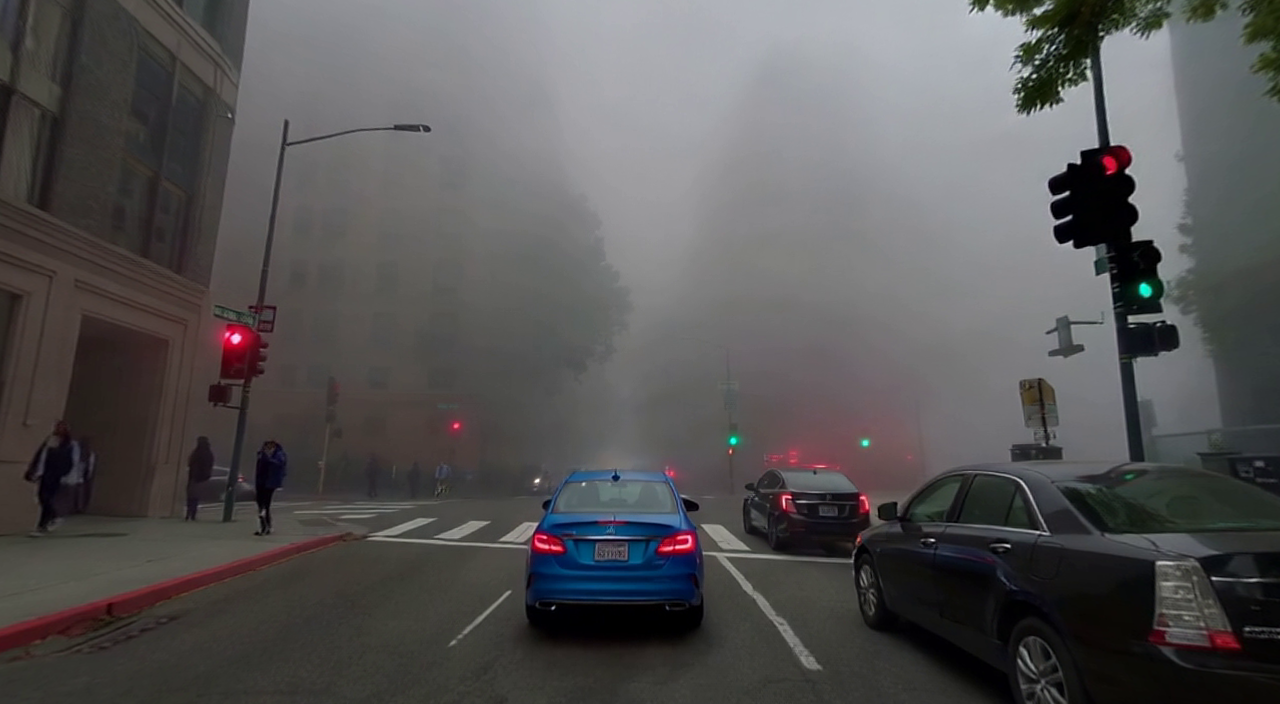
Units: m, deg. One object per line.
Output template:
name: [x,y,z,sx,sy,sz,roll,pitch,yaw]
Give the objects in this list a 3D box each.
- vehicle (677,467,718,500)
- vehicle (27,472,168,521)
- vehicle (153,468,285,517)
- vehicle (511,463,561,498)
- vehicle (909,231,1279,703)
vehicle: [3.480,8.051,38.819,1.908,1.741,4.066,0,-9,-3]
vehicle: [-25.486,6.771,29.740,4.588,2.048,2.110,0,-9,0]
vehicle: [-19.773,6.592,29.738,4.750,2.083,2.002,-1,-9,3]
vehicle: [-6.330,7.878,39.009,2.226,1.896,4.438,-1,-9,1]
vehicle: [3.217,0.545,1.266,2.632,1.979,6.096,0,-9,0]
